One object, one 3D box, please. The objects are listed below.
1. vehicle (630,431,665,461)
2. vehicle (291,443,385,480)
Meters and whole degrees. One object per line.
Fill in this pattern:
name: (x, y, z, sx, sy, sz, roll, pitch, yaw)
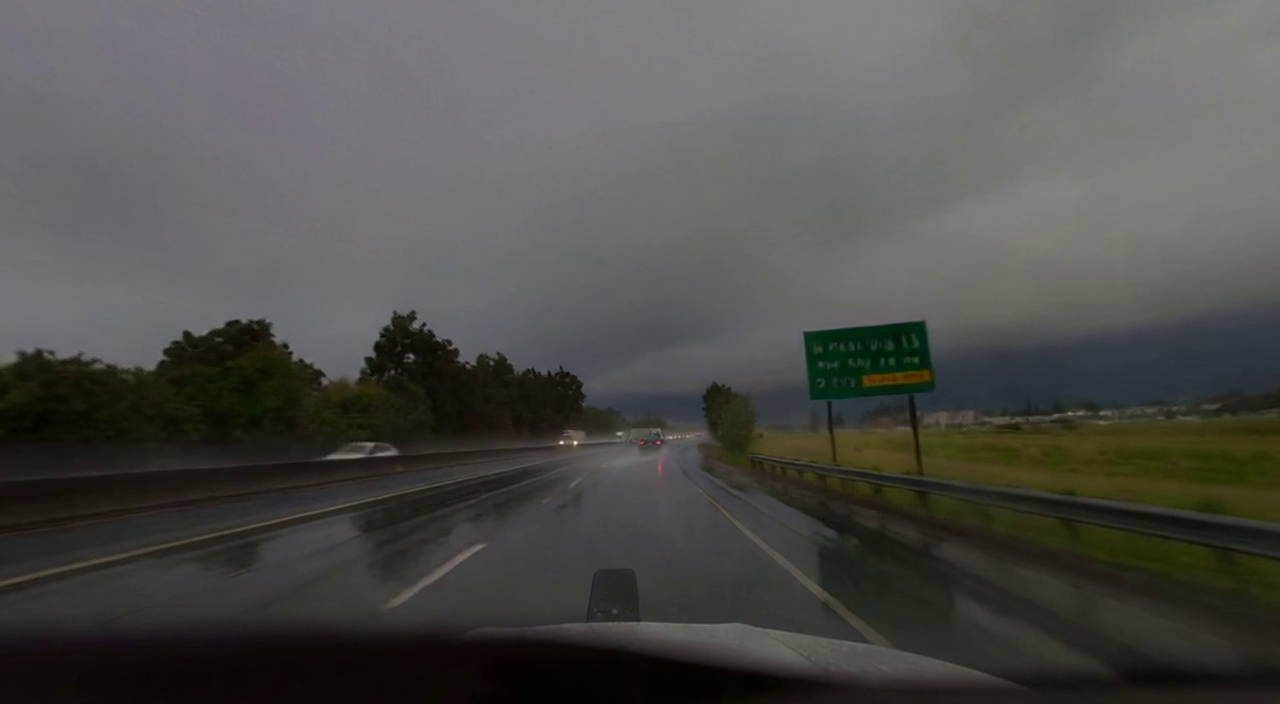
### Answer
vehicle: (0.497, 6.260, 41.899, 2.188, 1.825, 4.282, -1, -8, 1)
vehicle: (-13.632, 4.941, 28.747, 1.937, 1.531, 4.451, -1, -8, 2)
